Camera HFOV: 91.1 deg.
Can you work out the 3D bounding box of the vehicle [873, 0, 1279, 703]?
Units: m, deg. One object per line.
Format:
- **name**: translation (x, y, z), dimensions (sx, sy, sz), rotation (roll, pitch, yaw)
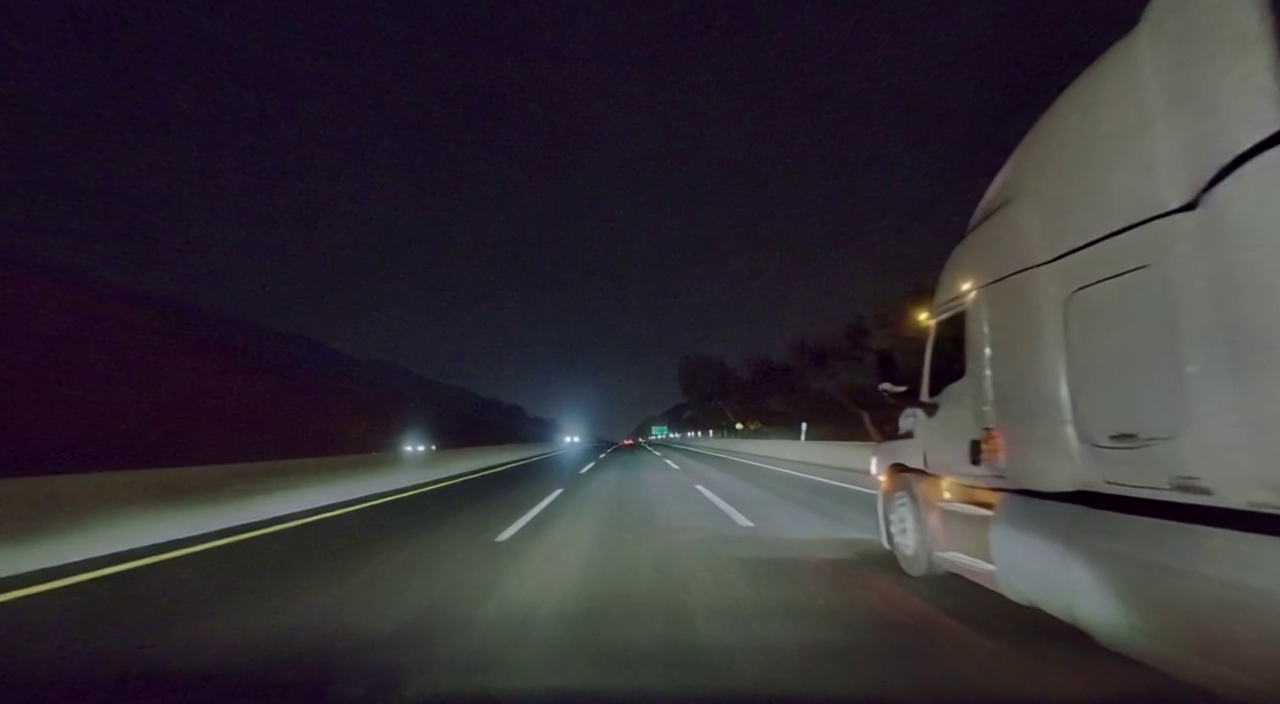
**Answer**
- **vehicle**: translation (3.830, -0.083, 2.872), dimensions (2.966, 3.986, 6.223), rotation (0, -8, -1)
